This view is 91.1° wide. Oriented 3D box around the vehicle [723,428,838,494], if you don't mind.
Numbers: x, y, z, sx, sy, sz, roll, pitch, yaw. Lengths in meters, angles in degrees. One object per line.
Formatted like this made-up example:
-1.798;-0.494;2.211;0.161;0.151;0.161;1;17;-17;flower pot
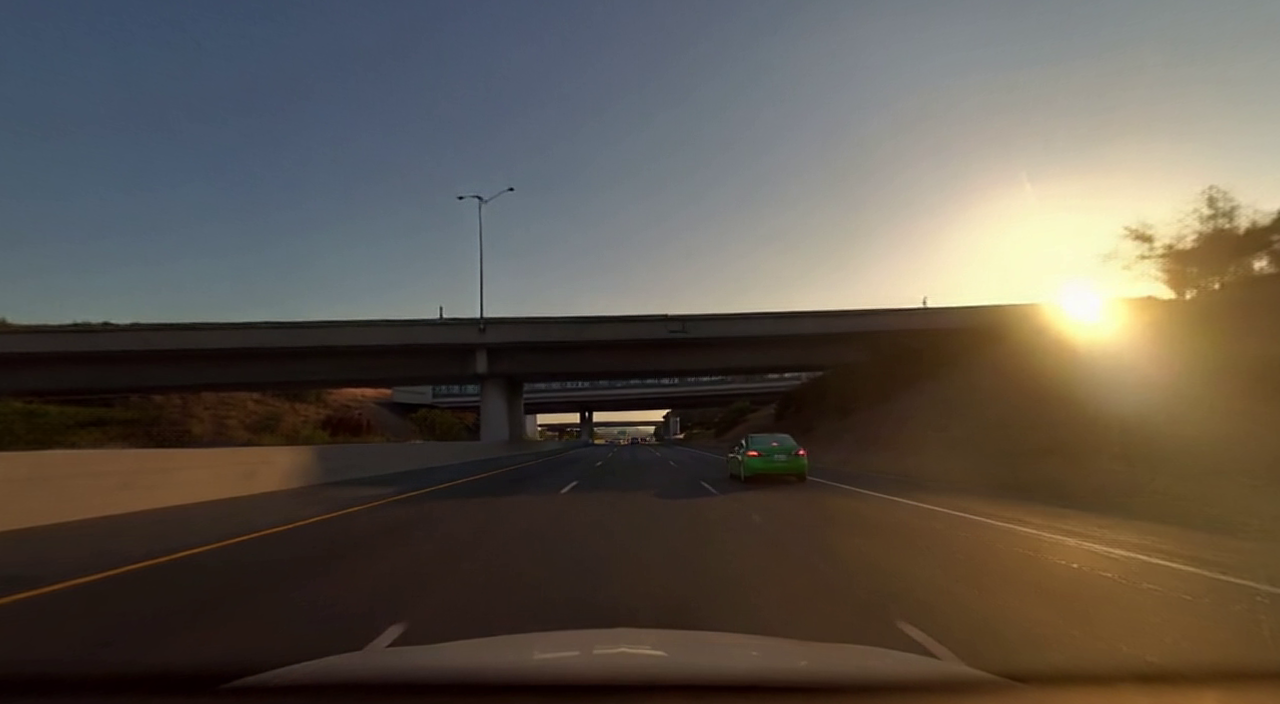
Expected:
3.452;2.747;16.253;1.946;1.481;3.969;0;-8;-2;vehicle
